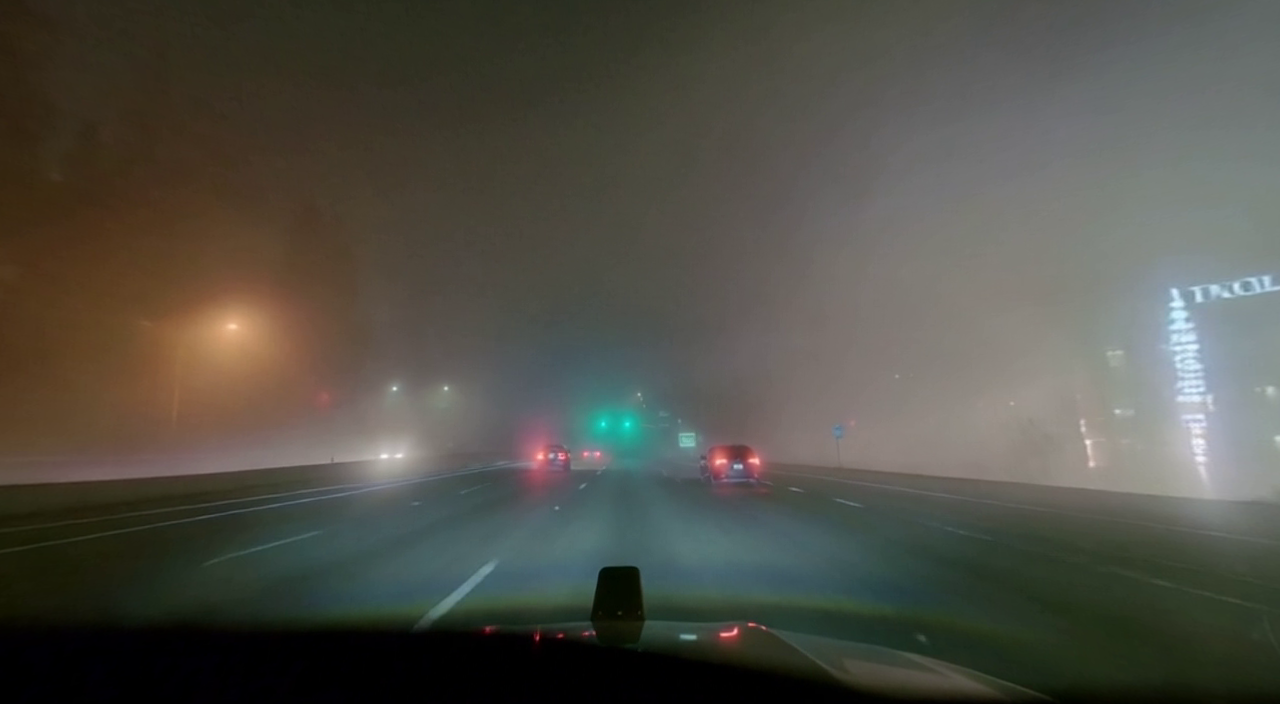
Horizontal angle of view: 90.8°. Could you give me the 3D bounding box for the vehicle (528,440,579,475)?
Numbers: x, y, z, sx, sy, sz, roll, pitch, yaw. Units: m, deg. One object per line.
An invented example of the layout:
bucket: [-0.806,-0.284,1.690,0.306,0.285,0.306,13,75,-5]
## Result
vehicle: [-4.647,5.763,34.801,2.176,1.779,4.755,0,-8,-1]

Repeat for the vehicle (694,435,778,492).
vehicle: [3.058,3.651,21.085,1.997,1.686,4.247,0,-8,-2]
